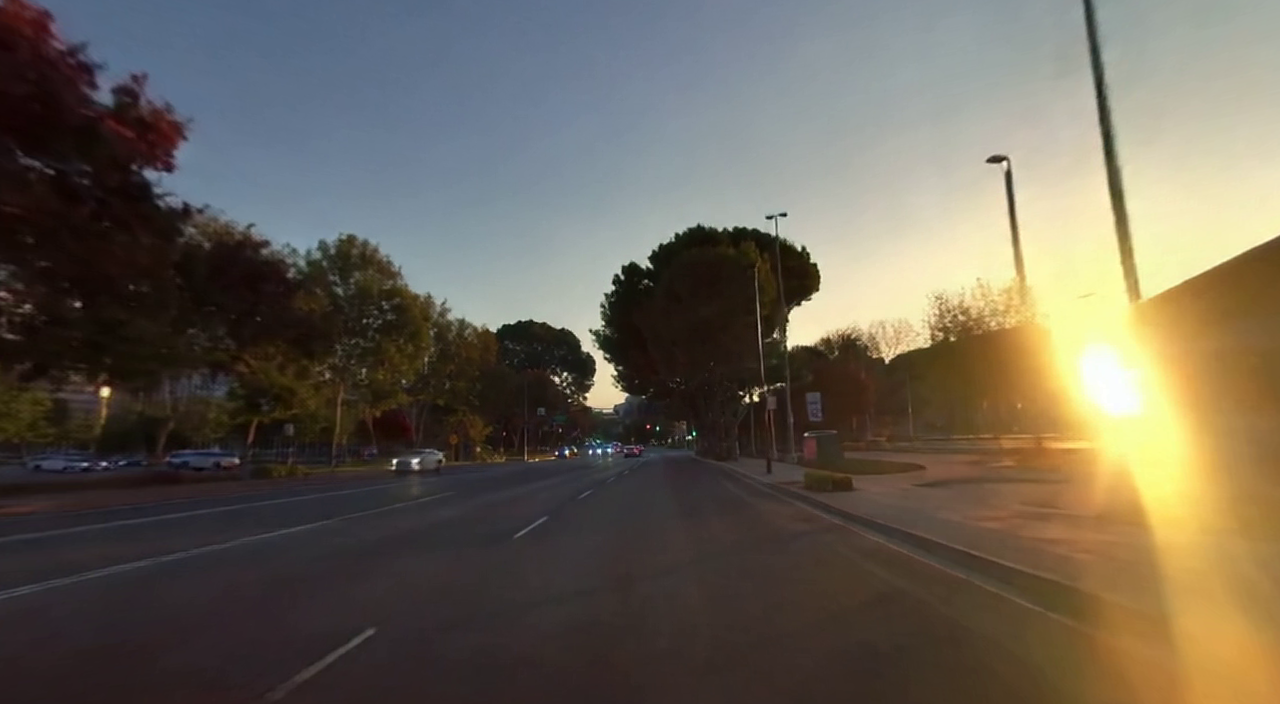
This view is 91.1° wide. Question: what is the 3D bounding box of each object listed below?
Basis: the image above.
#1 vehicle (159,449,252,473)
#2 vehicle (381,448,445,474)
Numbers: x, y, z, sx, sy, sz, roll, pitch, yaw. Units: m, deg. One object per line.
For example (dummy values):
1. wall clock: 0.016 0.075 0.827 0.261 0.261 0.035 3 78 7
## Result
1. vehicle: -28.705 7.203 41.597 4.692 1.576 1.864 0 -9 -2
2. vehicle: -13.800 6.628 38.456 1.920 1.512 4.657 -1 -9 4
